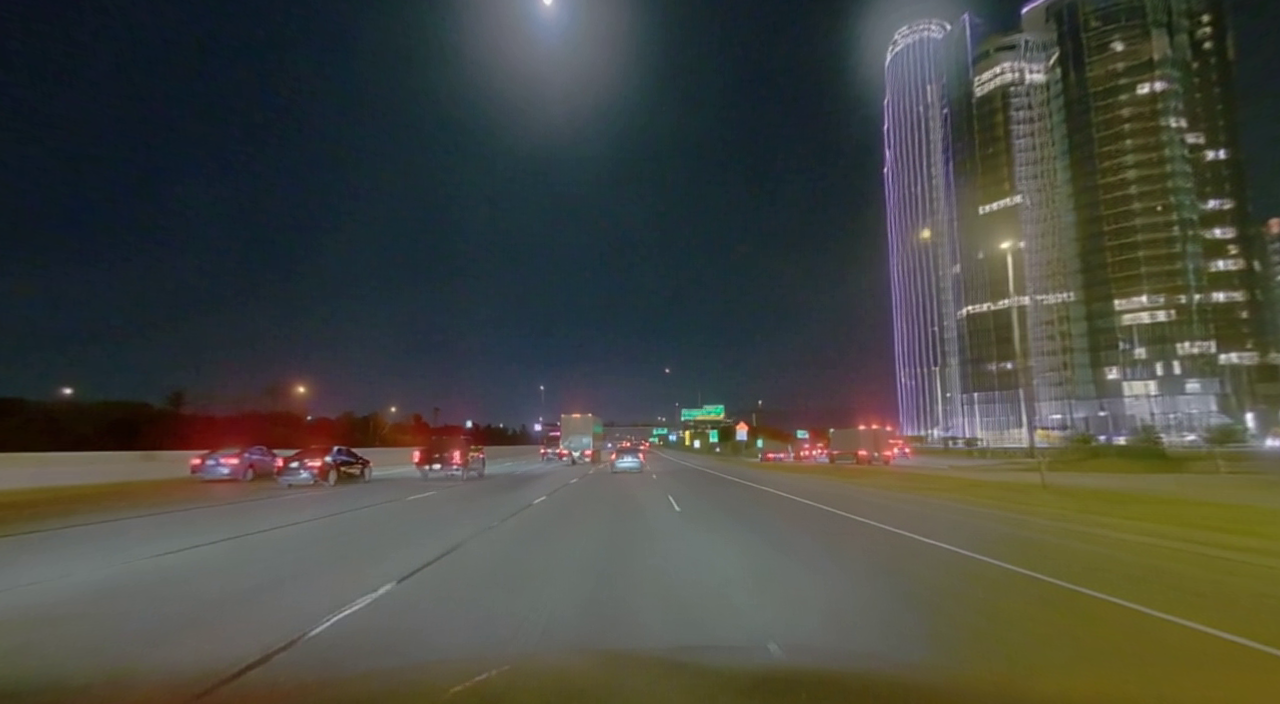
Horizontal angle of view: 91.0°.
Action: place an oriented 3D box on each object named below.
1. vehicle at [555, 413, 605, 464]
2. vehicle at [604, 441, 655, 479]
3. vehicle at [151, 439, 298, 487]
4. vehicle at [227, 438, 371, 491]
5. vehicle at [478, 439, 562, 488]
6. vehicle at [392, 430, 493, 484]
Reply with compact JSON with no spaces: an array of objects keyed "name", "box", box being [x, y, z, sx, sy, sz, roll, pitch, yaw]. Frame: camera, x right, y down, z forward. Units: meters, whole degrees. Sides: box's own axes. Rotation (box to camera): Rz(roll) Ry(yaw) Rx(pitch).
[{"name":"vehicle","box":[-4.191,6.309,45.586,2.955,3.359,8.322,0,-9,-1]},{"name":"vehicle","box":[-0.420,4.618,27.083,1.991,1.488,3.922,0,-9,0]},{"name":"vehicle","box":[-14.586,3.908,22.523,1.948,1.483,4.814,0,-9,0]},{"name":"vehicle","box":[-10.857,3.611,20.544,1.987,1.495,4.710,0,-9,1]},{"name":"vehicle","box":[-4.026,3.822,21.941,2.016,1.497,4.235,0,-9,1]},{"name":"vehicle","box":[-7.345,3.968,24.037,2.190,1.821,4.800,0,-9,1]}]
